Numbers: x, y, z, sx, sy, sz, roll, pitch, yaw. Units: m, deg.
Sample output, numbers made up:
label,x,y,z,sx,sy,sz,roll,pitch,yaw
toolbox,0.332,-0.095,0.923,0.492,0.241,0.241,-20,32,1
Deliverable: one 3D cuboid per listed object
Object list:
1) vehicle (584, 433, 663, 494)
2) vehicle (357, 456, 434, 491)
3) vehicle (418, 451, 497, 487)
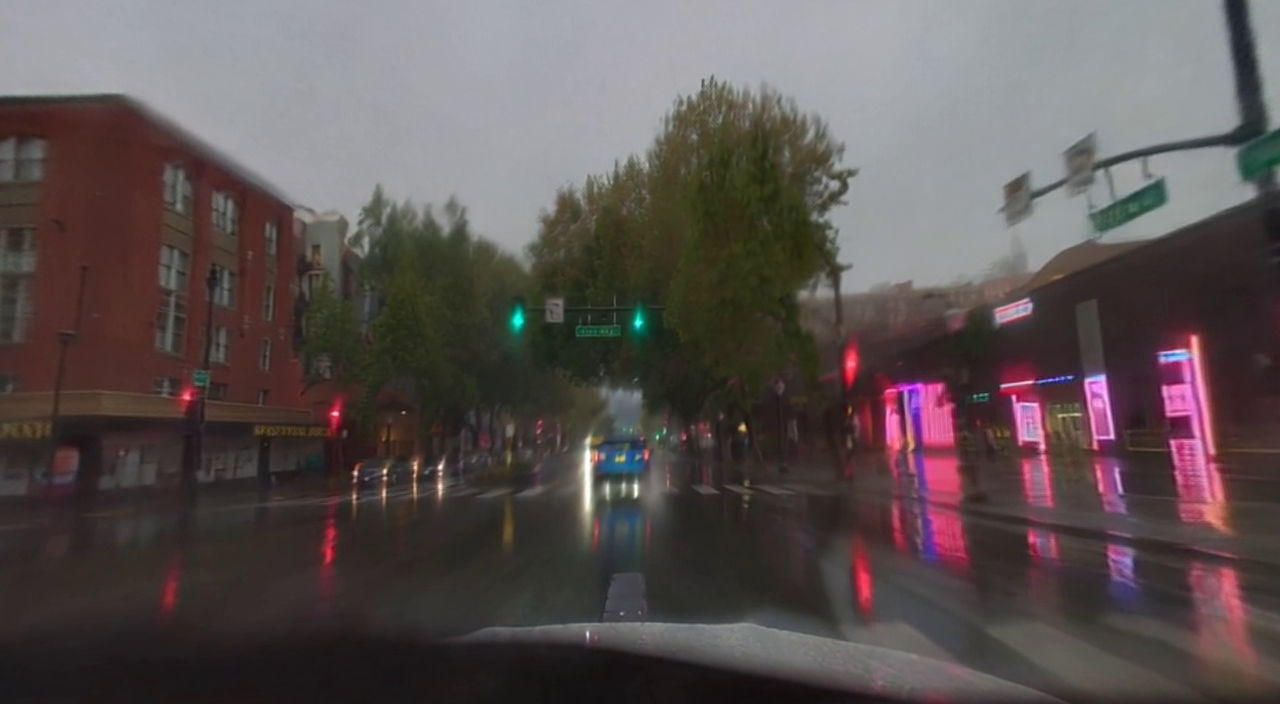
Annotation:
label,x,y,z,sx,sy,sz,roll,pitch,yaw
vehicle,-0.511,3.691,21.300,2.382,1.796,4.610,0,-8,0
vehicle,-11.687,5.807,30.544,1.972,1.475,4.381,0,-8,0
vehicle,-8.234,5.315,29.044,2.152,1.468,4.737,0,-8,1
